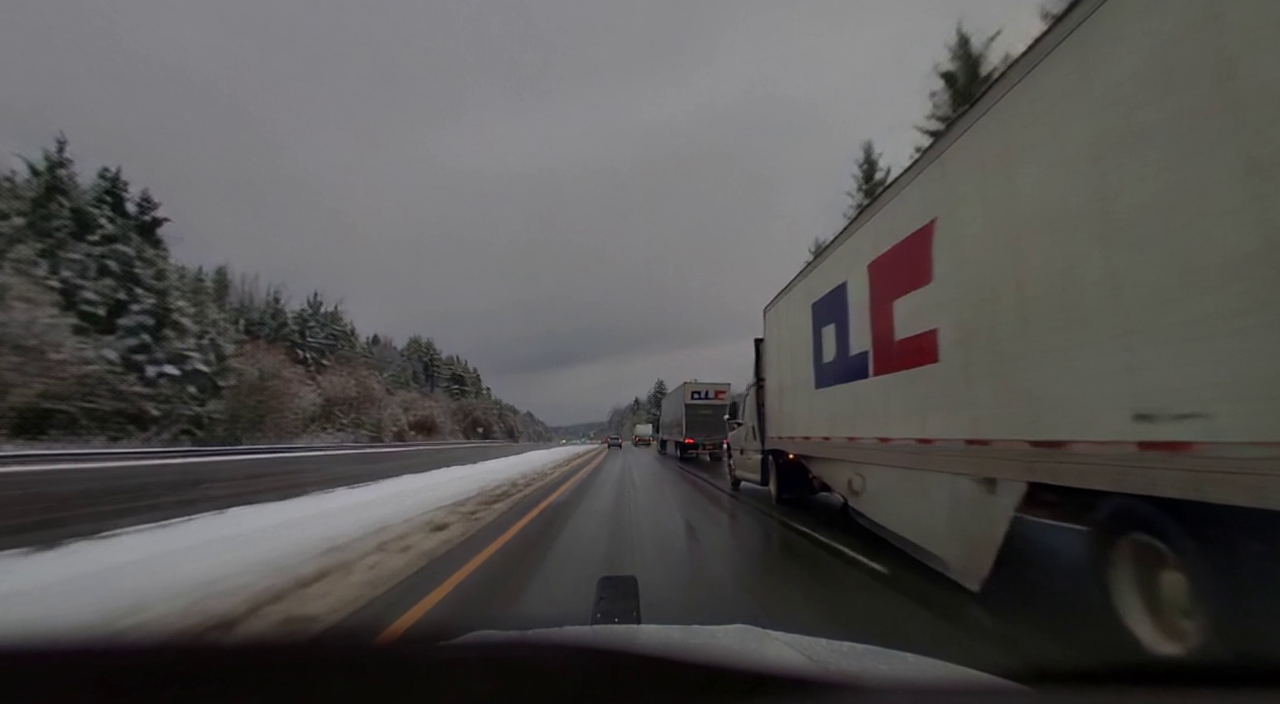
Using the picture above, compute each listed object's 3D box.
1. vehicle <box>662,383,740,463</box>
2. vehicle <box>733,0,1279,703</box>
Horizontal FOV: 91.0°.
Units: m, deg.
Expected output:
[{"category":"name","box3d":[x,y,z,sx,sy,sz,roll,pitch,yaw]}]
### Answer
[{"category":"vehicle","box3d":[3.359,4.590,39.160,2.871,4.072,14.183,0,-8,-2]},{"category":"vehicle","box3d":[3.933,0.363,8.373,2.863,4.031,14.678,0,-8,-1]}]
